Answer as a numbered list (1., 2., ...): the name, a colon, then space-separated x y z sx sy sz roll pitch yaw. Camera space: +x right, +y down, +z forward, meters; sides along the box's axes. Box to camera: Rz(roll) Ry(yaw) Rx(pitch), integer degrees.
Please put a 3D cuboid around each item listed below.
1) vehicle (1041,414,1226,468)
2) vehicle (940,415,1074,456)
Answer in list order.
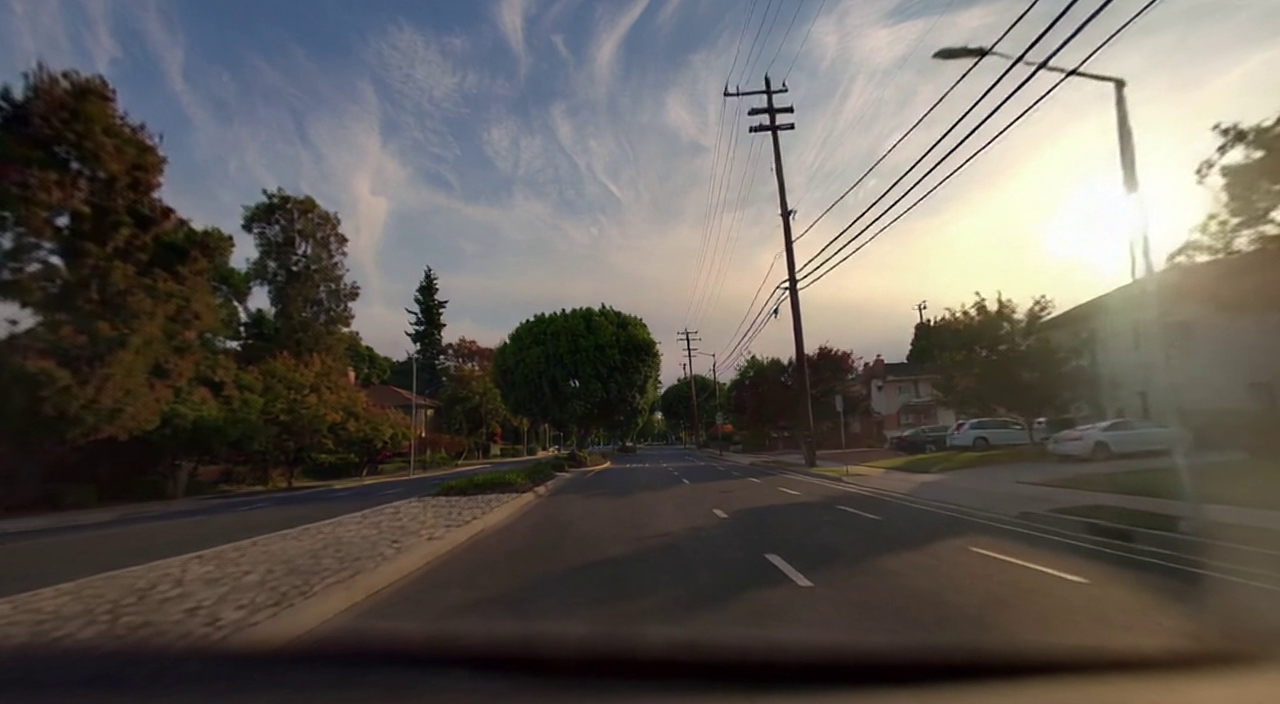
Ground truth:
1. vehicle: 16.680 3.033 21.551 4.560 1.725 2.096 0 -8 -2
2. vehicle: 16.808 3.866 29.133 4.833 1.786 2.136 0 -8 -1
